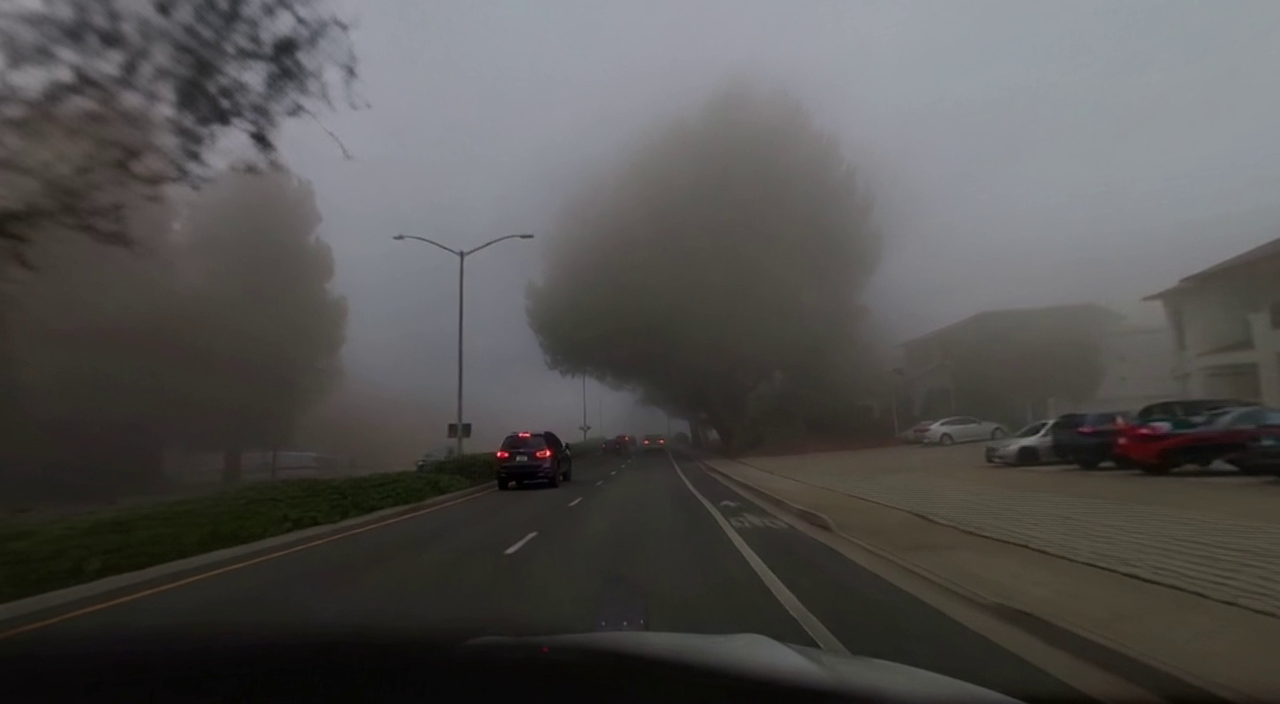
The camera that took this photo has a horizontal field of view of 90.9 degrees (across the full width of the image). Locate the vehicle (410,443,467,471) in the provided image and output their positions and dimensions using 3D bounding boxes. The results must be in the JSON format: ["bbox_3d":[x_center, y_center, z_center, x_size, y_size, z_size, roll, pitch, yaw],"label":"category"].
[{"bbox_3d":[-11.244,5.865,35.411,1.740,1.476,3.850,0,-8,2],"label":"vehicle"}]

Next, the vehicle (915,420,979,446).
[{"bbox_3d":[18.663,5.017,38.616,1.939,1.477,5.129,-1,-8,8],"label":"vehicle"}]

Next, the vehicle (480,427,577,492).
[{"bbox_3d":[-3.283,3.263,19.515,2.073,1.770,4.302,0,-8,2],"label":"vehicle"}]
